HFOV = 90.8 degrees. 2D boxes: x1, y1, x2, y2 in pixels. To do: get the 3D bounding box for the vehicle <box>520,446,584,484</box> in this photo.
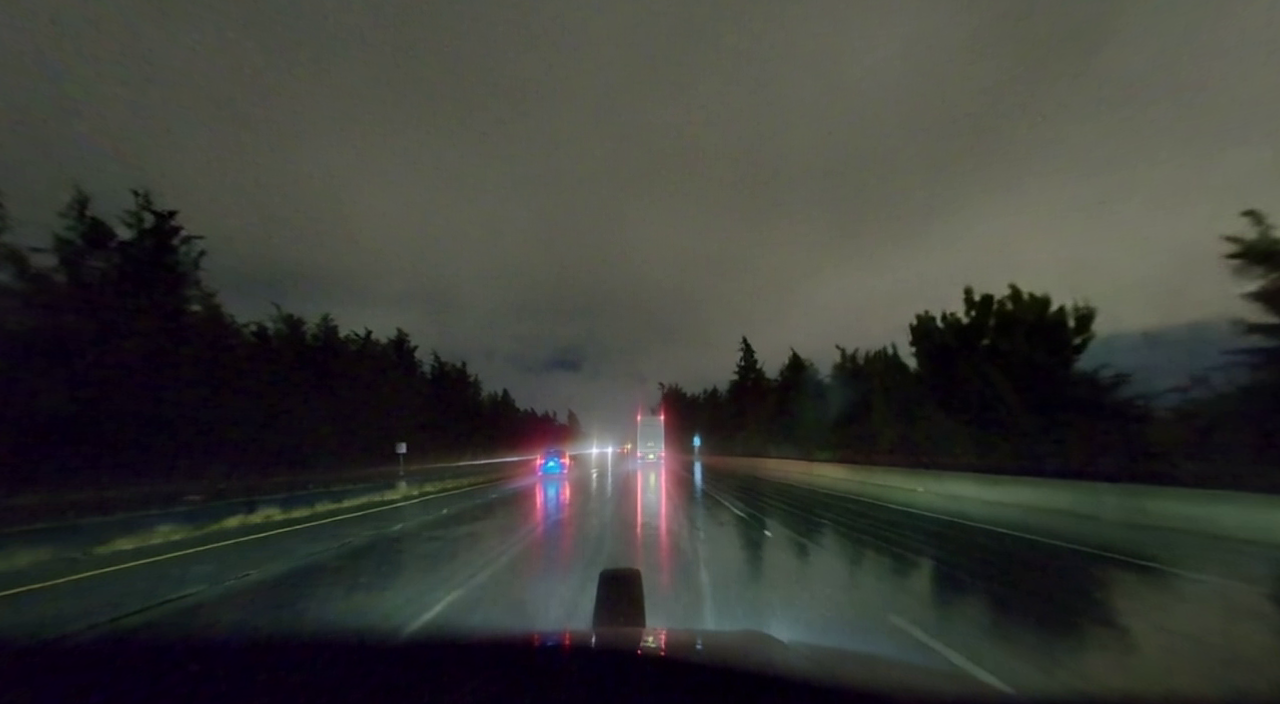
[{"bbox_3d":[-3.872,5.073,28.716,1.999,1.533,4.870,-1,-9,3],"label":"vehicle"}]
